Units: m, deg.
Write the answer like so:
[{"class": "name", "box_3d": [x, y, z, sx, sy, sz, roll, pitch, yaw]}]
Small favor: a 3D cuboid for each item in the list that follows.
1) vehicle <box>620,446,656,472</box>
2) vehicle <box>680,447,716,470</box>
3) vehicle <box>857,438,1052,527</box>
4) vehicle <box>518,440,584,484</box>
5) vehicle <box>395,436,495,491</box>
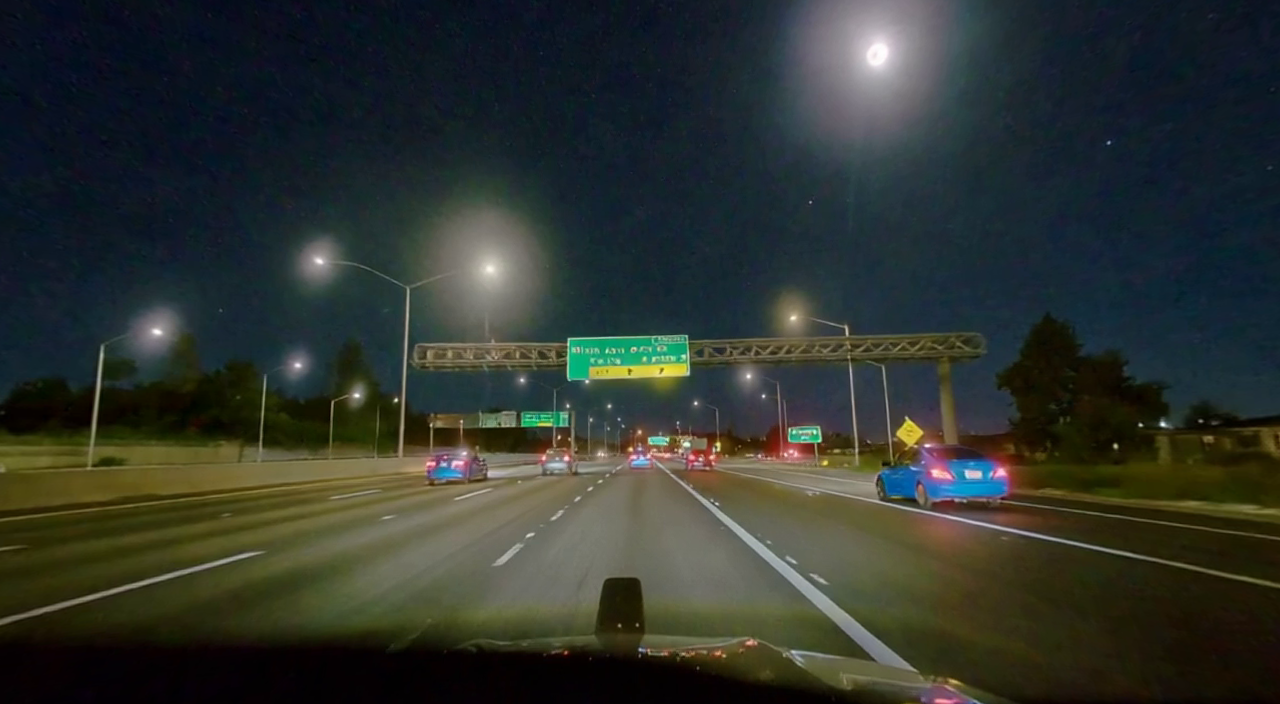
[{"class": "vehicle", "box_3d": [-0.116, 6.732, 39.798, 2.166, 1.496, 4.158, 0, -9, 0]}, {"class": "vehicle", "box_3d": [3.949, 7.336, 43.615, 2.077, 1.527, 4.553, 0, -9, 0]}, {"class": "vehicle", "box_3d": [6.503, 2.711, 13.759, 1.981, 1.587, 4.519, 0, -9, 1]}, {"class": "vehicle", "box_3d": [-3.584, 4.509, 26.147, 2.091, 1.664, 4.157, 0, -9, 1]}, {"class": "vehicle", "box_3d": [-6.712, 3.876, 22.284, 2.112, 1.721, 4.381, 0, -9, 0]}]
